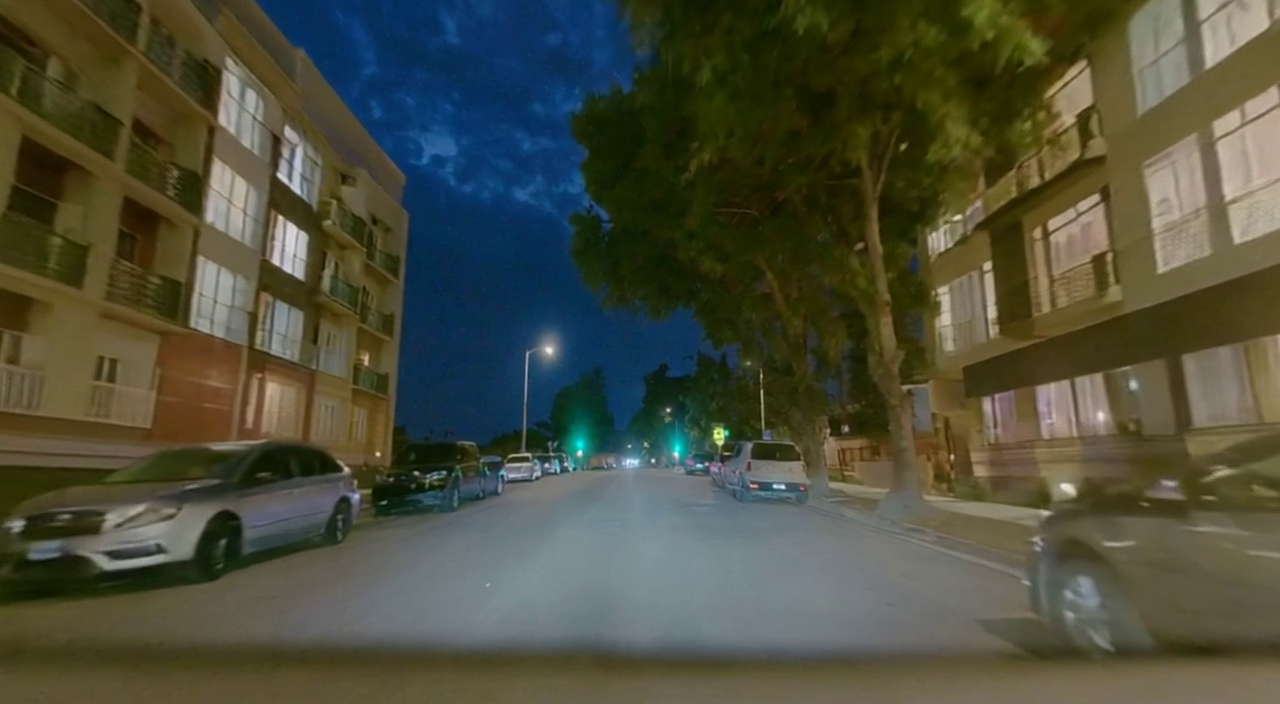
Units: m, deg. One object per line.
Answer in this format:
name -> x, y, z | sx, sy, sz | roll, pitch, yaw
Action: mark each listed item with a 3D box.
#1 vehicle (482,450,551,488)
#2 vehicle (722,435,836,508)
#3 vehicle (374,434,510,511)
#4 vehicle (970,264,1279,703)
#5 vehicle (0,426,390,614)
vehicle -> -5.744, 5.485, 30.069 | 2.328, 1.610, 5.161 | 0, -8, -1
vehicle -> 3.879, 3.436, 18.726 | 2.137, 1.848, 4.953 | 0, -9, -1
vehicle -> -5.827, 3.600, 19.534 | 2.499, 2.008, 5.293 | 0, -8, 0
vehicle -> 3.818, 0.666, 2.312 | 2.371, 2.123, 5.122 | 0, -9, -1
vehicle -> -5.829, 2.060, 8.886 | 2.431, 1.718, 5.431 | -3, -9, 0
